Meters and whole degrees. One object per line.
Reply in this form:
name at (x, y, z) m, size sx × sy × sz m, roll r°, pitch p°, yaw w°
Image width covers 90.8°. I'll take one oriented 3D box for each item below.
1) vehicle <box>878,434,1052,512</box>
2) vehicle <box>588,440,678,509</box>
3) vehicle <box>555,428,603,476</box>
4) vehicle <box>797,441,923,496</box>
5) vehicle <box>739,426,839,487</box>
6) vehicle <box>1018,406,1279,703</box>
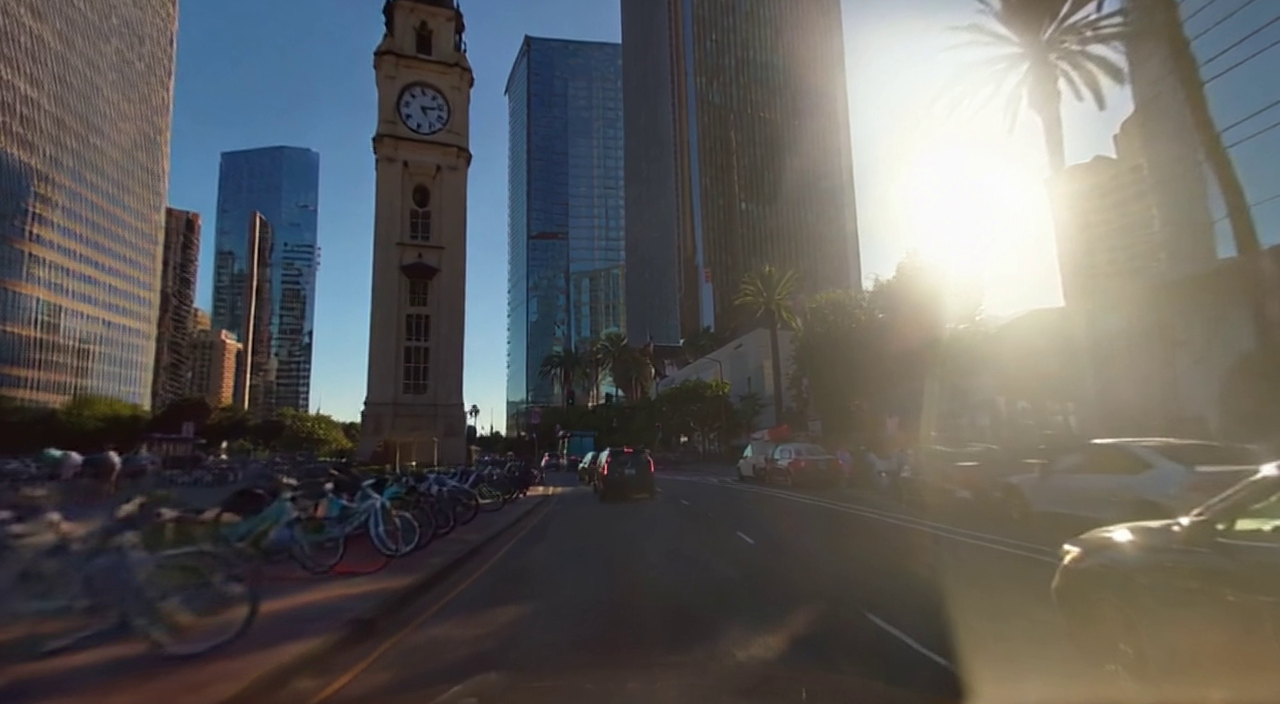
vehicle at (7.976, 2.985, 16.059) m, size 1.860 × 1.684 × 4.211 m, roll 1°, pitch -9°, yaw -5°
vehicle at (-0.317, 3.189, 16.959) m, size 2.111 × 1.605 × 3.832 m, roll 1°, pitch -9°, yaw -5°
vehicle at (-4.055, 6.426, 40.757) m, size 2.400 × 2.872 × 6.053 m, roll 2°, pitch -9°, yaw -12°
vehicle at (7.319, 3.911, 21.694) m, size 1.945 × 1.623 × 5.013 m, roll 1°, pitch -9°, yaw -8°
vehicle at (6.475, 4.621, 28.296) m, size 2.377 × 2.429 × 5.532 m, roll 1°, pitch -9°, yaw -9°
vehicle at (3.560, 0.843, 1.639) m, size 2.116 × 1.500 × 4.702 m, roll 0°, pitch -9°, yaw -2°
